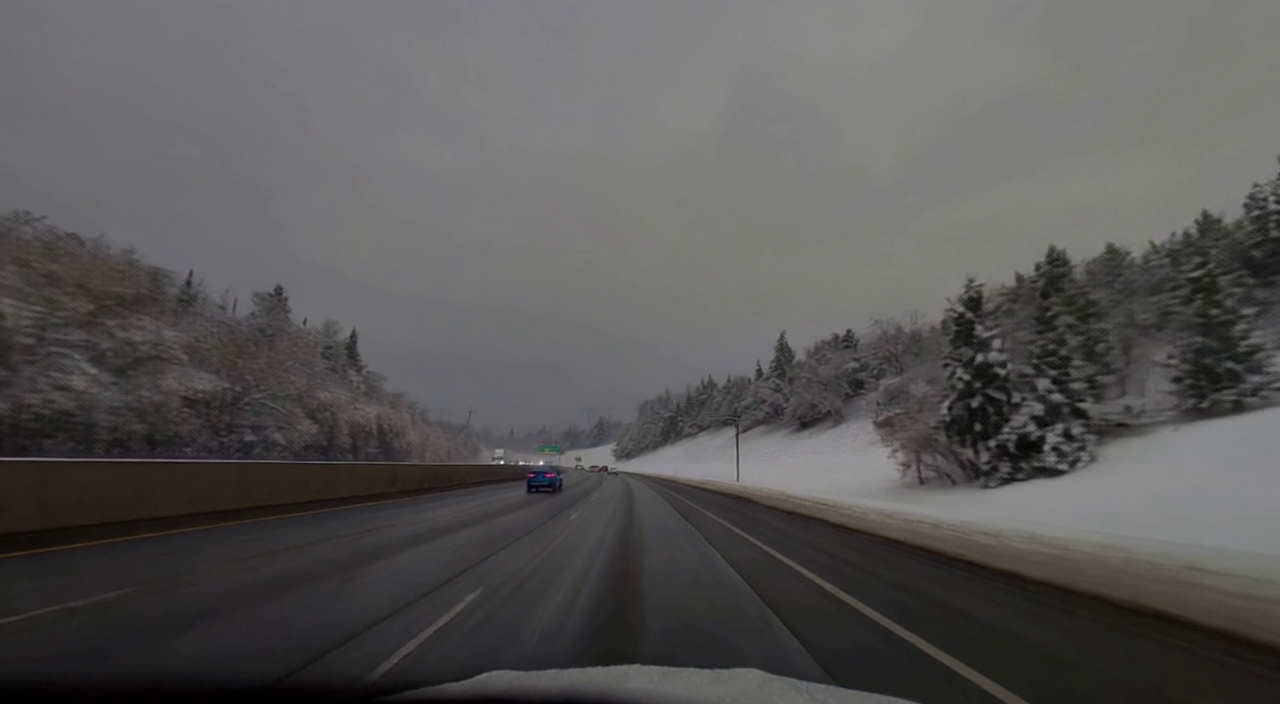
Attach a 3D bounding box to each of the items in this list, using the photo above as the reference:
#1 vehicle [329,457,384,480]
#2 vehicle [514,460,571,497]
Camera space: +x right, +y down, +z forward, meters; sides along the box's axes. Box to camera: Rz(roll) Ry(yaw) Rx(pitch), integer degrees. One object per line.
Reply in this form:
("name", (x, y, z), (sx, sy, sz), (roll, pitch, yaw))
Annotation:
("vehicle", (-20.551, 8.465, 45.880), (1.830, 1.506, 4.791), (1, -10, -1))
("vehicle", (-4.940, 6.518, 32.625), (2.194, 1.704, 4.421), (1, -10, 0))
